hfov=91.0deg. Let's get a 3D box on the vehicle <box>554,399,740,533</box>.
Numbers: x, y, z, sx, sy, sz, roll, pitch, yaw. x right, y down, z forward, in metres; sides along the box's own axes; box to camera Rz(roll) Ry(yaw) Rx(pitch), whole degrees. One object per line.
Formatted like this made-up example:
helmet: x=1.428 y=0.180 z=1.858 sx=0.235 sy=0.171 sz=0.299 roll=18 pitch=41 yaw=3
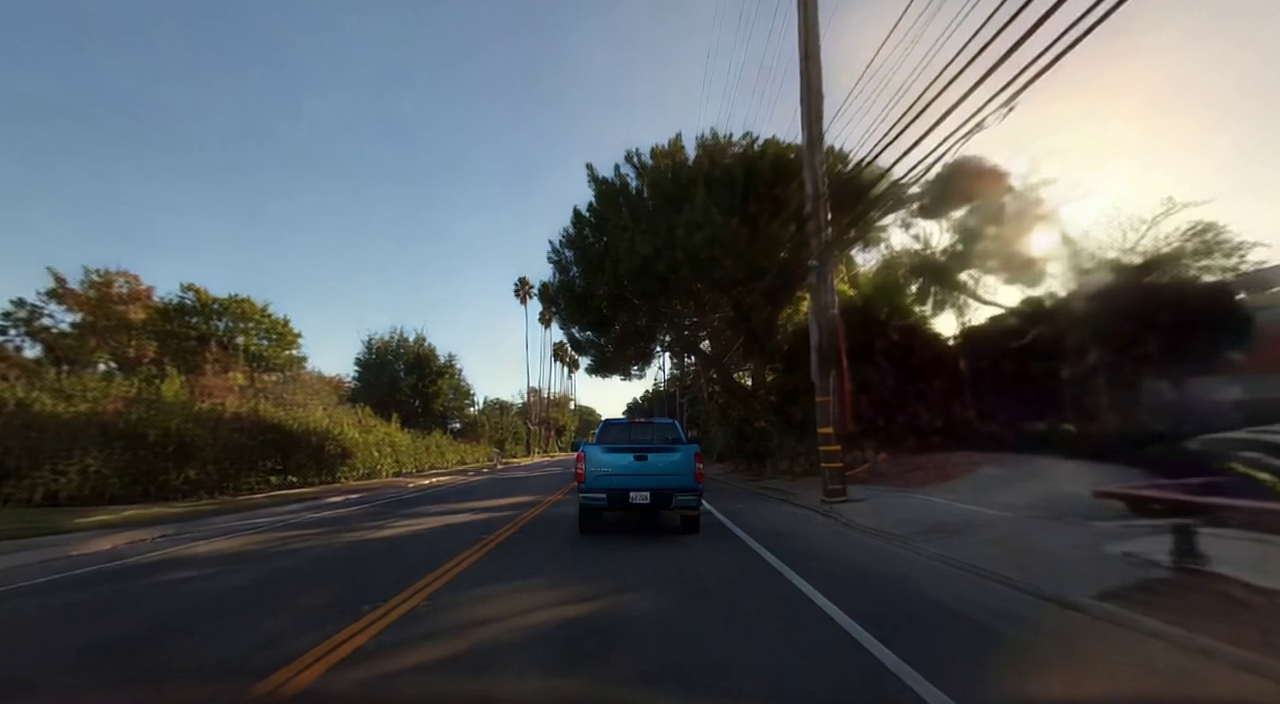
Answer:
vehicle: x=0.061 y=2.155 z=12.491 sx=2.803 sy=2.005 sz=5.885 roll=0 pitch=-8 yaw=-1
